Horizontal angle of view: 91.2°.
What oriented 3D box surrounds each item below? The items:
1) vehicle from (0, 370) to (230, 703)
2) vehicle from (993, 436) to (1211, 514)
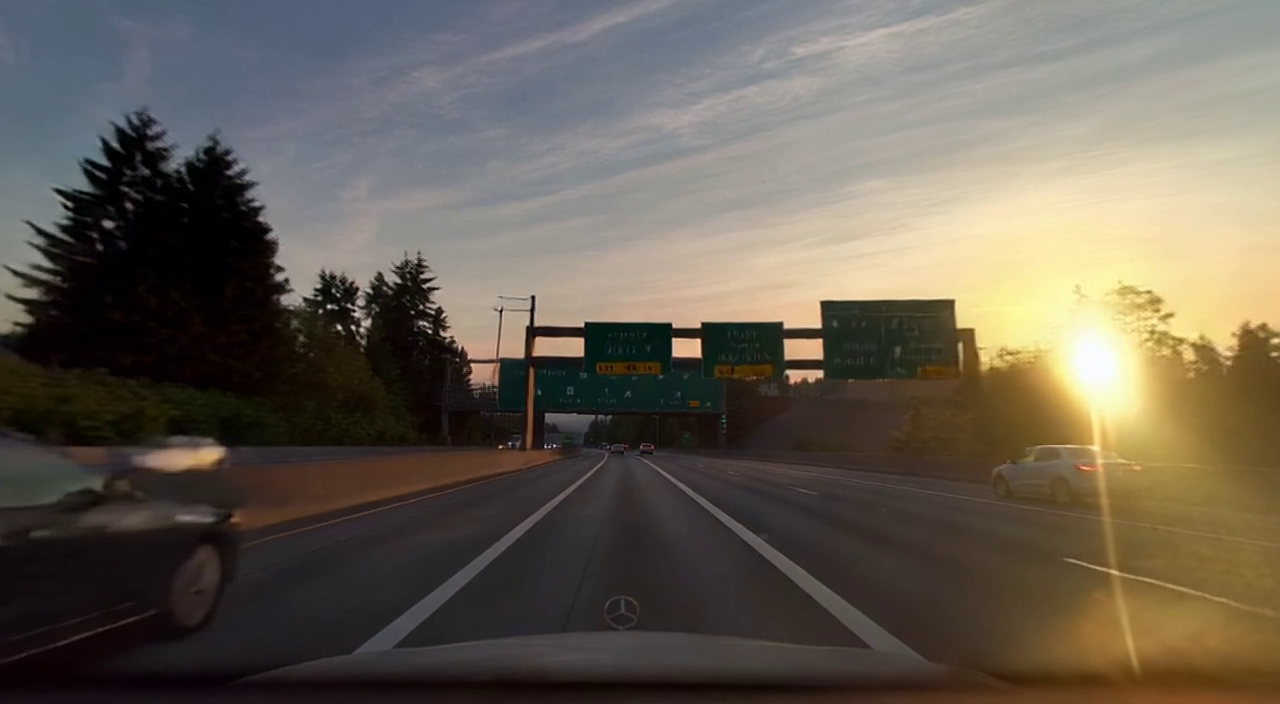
[{"bbox_3d":[-3.877,0.833,2.334,2.071,1.615,3.868,0,-9,-1],"label":"vehicle"},{"bbox_3d":[9.933,2.654,13.927,1.853,1.463,3.780,0,-9,-1],"label":"vehicle"}]
